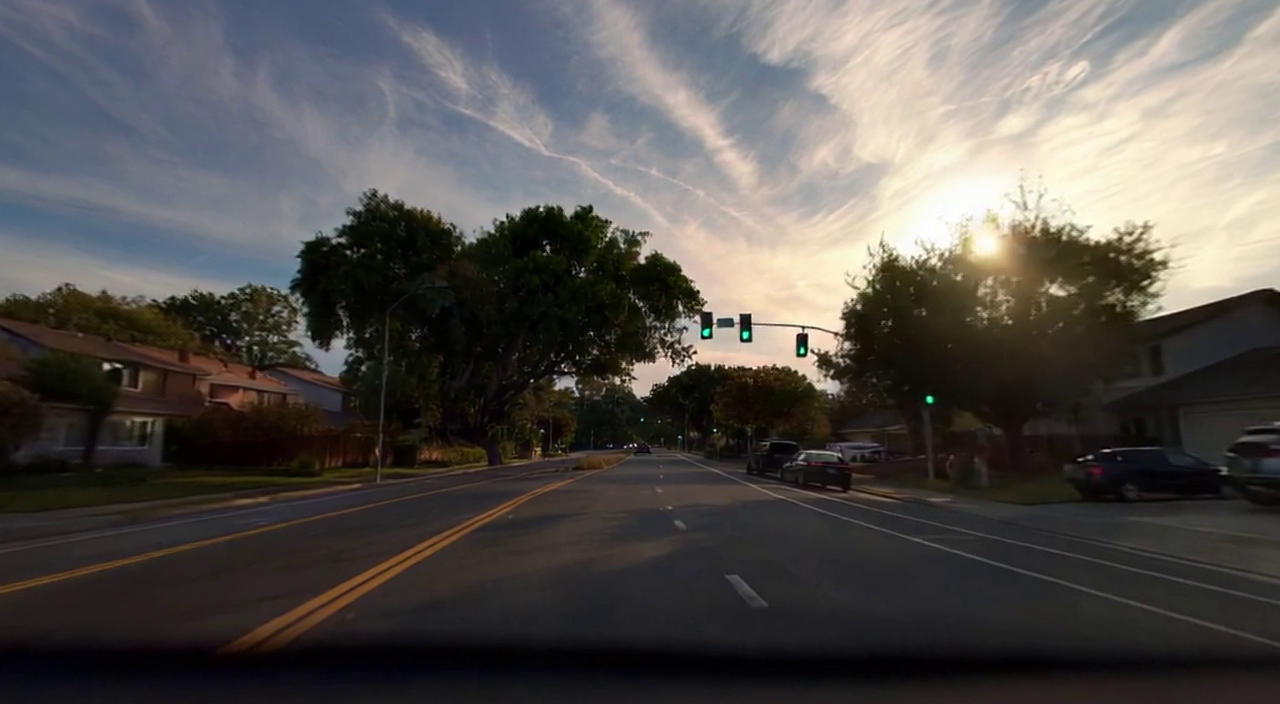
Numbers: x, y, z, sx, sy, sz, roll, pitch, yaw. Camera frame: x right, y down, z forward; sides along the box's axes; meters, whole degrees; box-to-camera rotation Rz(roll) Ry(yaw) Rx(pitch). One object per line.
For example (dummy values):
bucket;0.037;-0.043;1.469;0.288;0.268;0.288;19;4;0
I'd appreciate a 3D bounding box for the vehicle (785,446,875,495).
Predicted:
vehicle;7.168;4.494;24.408;2.064;1.498;4.877;5;-8;2

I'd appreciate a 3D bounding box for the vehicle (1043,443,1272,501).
vehicle;13.736;3.186;17.022;4.366;1.457;1.910;0;-9;3

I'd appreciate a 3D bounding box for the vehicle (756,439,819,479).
vehicle;7.717;5.634;33.595;2.196;1.889;5.679;0;-9;2

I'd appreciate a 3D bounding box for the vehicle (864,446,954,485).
vehicle;11.079;4.684;26.379;1.925;1.490;4.475;-1;-9;2
